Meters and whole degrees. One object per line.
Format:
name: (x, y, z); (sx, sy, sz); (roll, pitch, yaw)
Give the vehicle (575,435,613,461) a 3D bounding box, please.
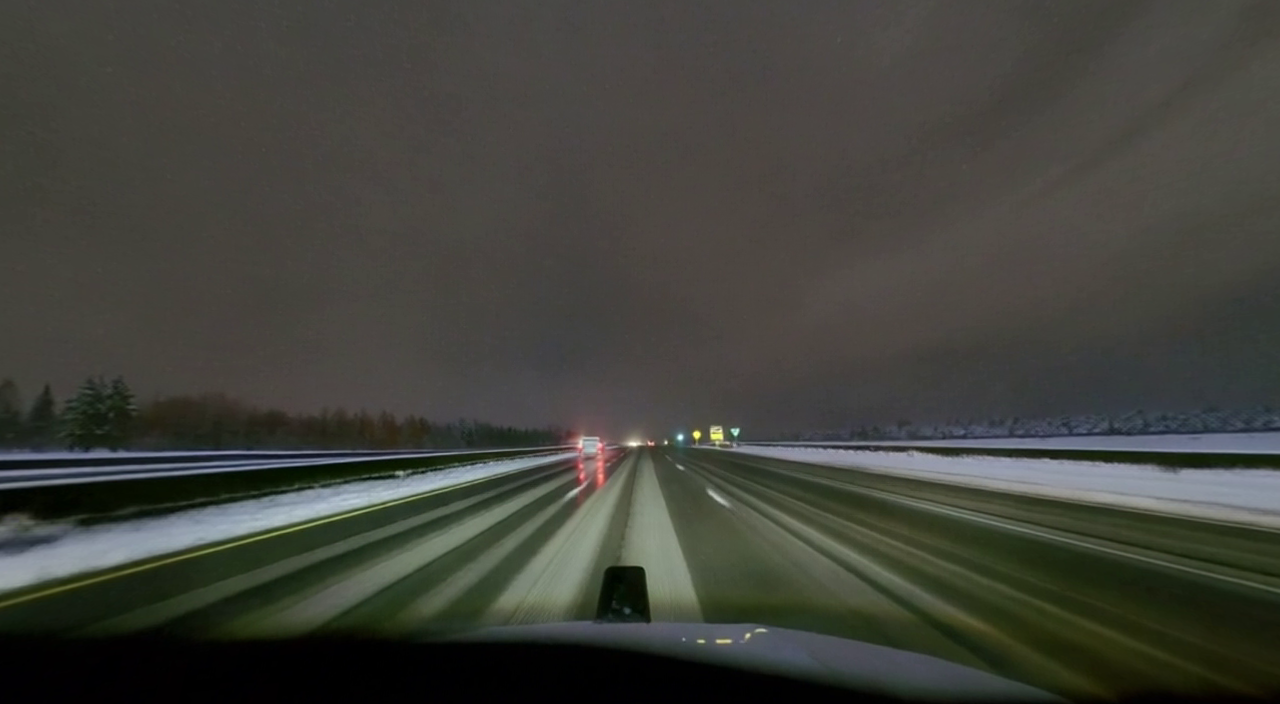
vehicle: (-3.079, 6.513, 42.871); (2.189, 1.707, 4.692); (0, -8, 1)
